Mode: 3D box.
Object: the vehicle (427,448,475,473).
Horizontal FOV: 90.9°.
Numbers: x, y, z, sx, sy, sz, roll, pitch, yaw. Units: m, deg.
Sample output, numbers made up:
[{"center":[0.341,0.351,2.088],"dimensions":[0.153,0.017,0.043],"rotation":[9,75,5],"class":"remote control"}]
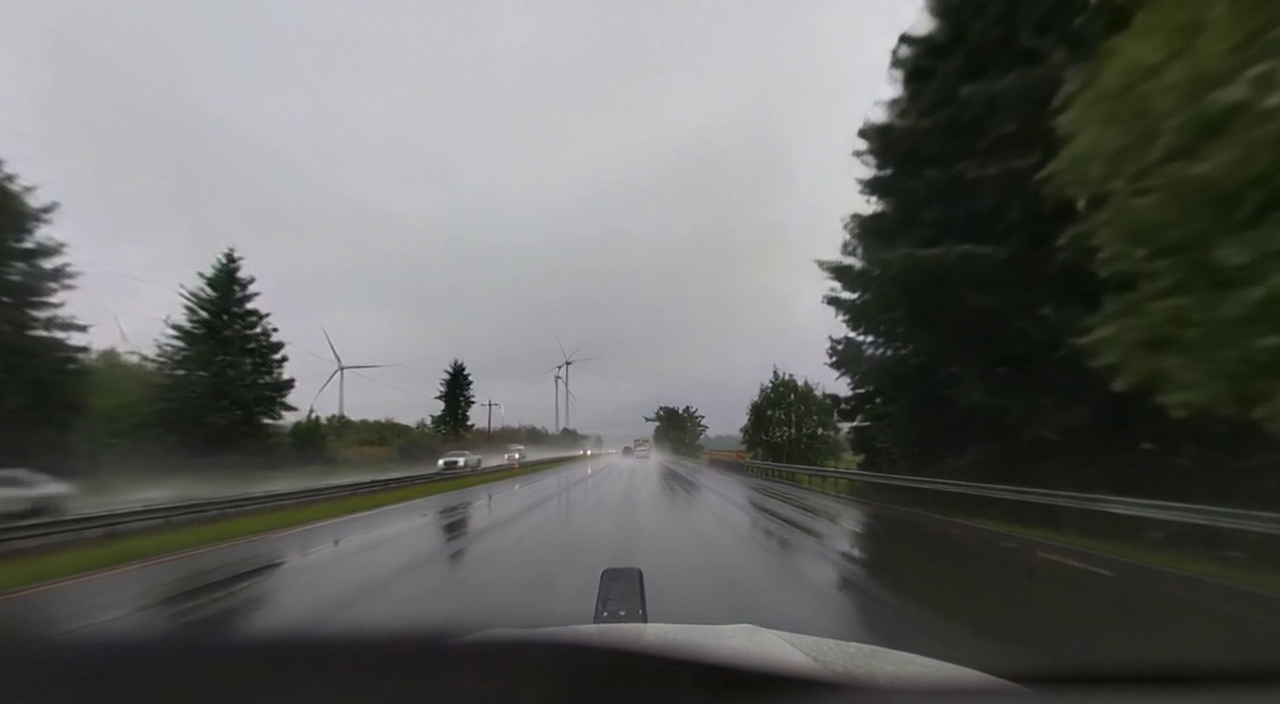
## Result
[{"center":[-12.667,7.294,42.505],"dimensions":[1.920,1.545,4.234],"rotation":[0,-9,1],"class":"vehicle"}]
